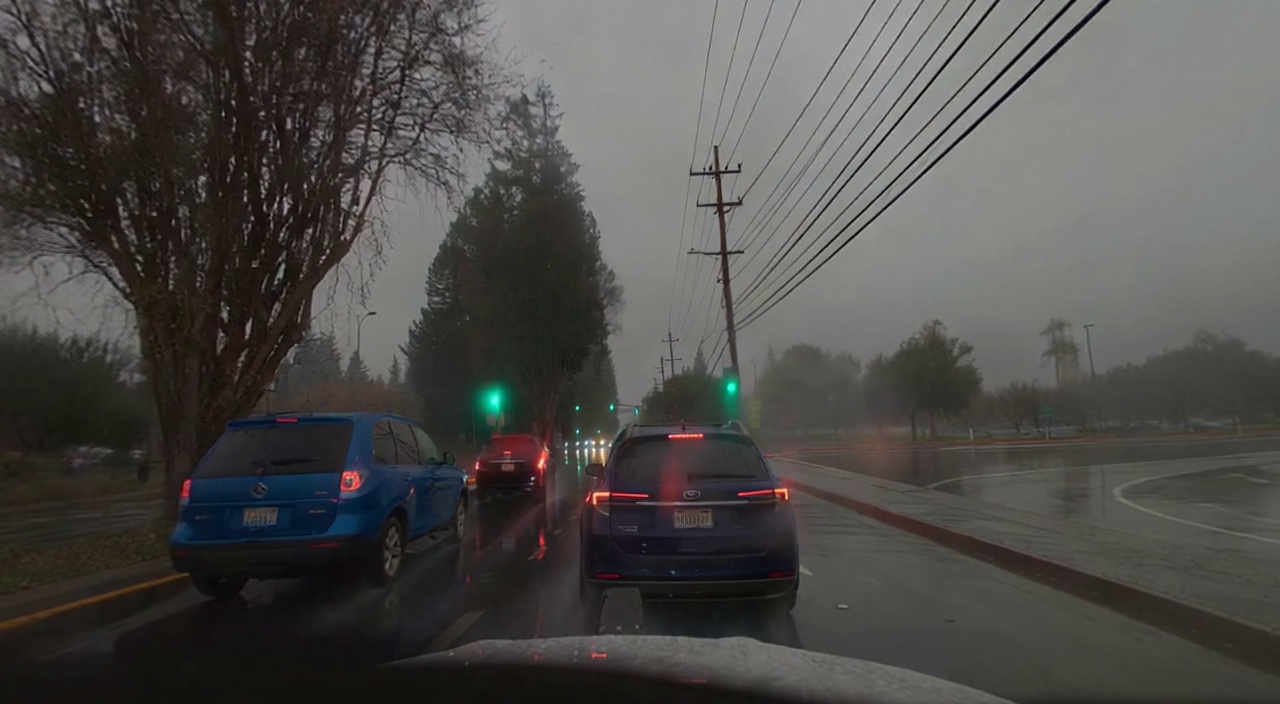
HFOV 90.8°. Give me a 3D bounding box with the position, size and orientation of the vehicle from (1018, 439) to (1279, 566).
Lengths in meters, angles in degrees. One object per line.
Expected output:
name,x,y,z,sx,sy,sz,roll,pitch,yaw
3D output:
vehicle,8.387,2.157,9.940,1.993,1.508,4.521,0,-9,-1

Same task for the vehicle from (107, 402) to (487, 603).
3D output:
vehicle,-3.468,1.611,7.633,2.105,1.706,4.337,0,-9,0

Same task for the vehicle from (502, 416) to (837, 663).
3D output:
vehicle,0.118,1.446,5.953,2.056,1.487,4.003,0,-9,-2
